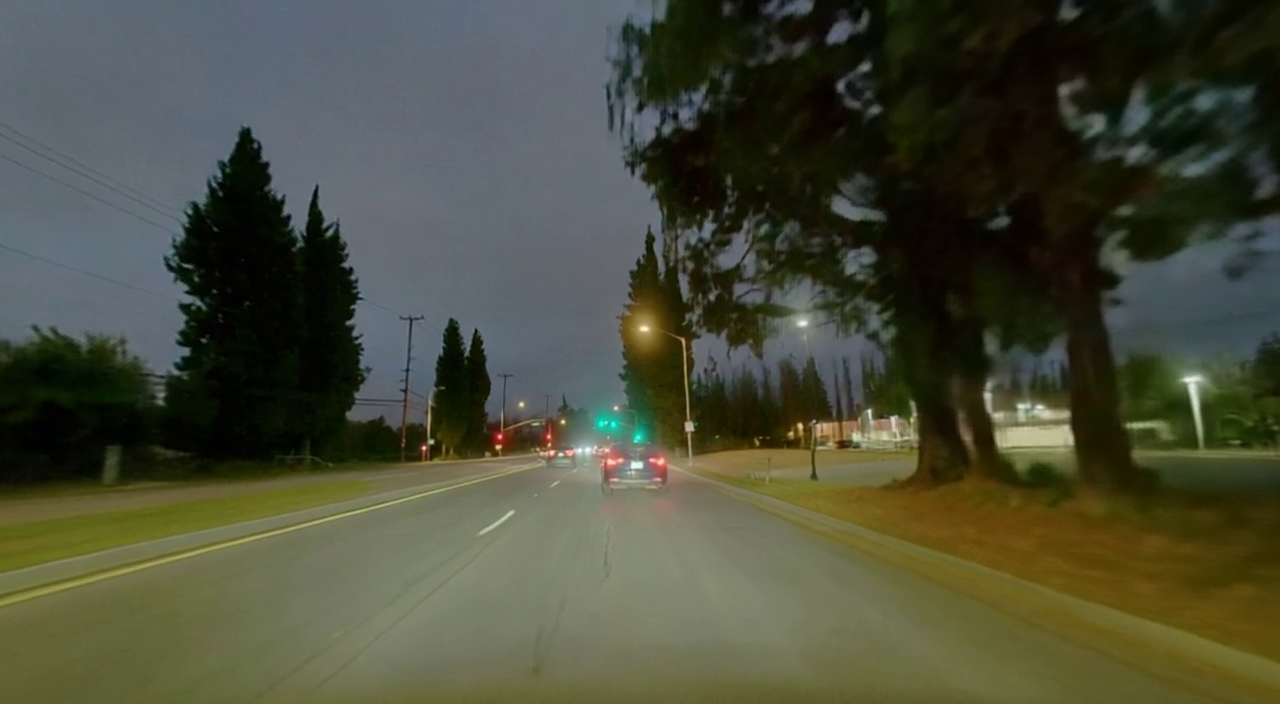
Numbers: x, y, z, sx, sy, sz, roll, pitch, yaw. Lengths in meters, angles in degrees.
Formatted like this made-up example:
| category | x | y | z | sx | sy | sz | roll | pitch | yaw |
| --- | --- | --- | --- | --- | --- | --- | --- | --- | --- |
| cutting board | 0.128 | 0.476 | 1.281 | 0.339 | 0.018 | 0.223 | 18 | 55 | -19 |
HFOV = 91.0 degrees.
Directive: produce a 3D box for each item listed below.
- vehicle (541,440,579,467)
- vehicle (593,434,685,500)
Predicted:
| category | x | y | z | sx | sy | sz | roll | pitch | yaw |
| --- | --- | --- | --- | --- | --- | --- | --- | --- | --- |
| vehicle | -5.485 | 7.007 | 43.548 | 2.189 | 1.776 | 4.342 | 0 | -9 | -2 |
| vehicle | -0.168 | 3.205 | 17.937 | 2.235 | 1.597 | 4.918 | 1 | -9 | -3 |
